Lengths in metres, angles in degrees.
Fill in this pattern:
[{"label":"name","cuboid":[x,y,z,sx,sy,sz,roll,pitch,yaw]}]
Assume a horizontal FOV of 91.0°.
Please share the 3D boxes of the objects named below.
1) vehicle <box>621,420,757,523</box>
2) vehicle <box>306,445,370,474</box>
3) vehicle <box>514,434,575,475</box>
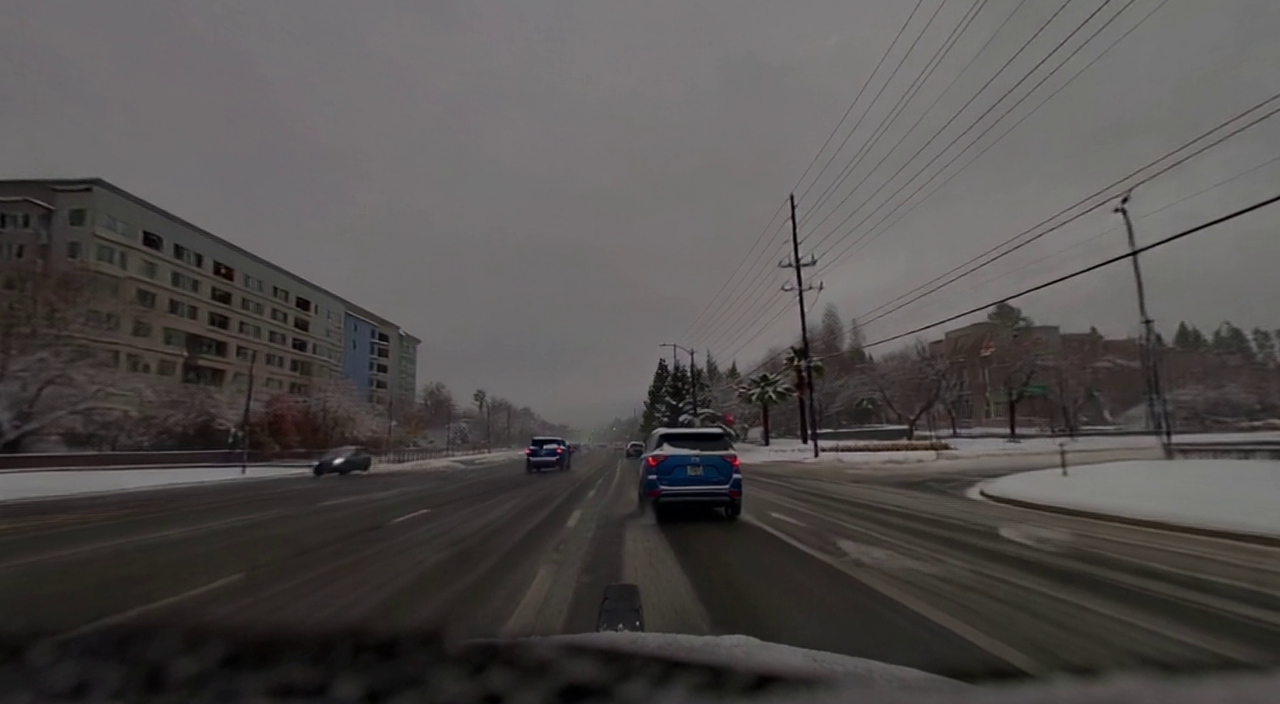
[{"label":"vehicle","cuboid":[0.766,2.323,12.714,2.198,1.706,4.166,0,-9,-3]},{"label":"vehicle","cuboid":[-19.980,7.093,41.919,2.054,1.765,4.700,0,-9,-2]},{"label":"vehicle","cuboid":[-4.468,4.898,30.260,2.169,1.796,4.821,0,-9,0]}]
